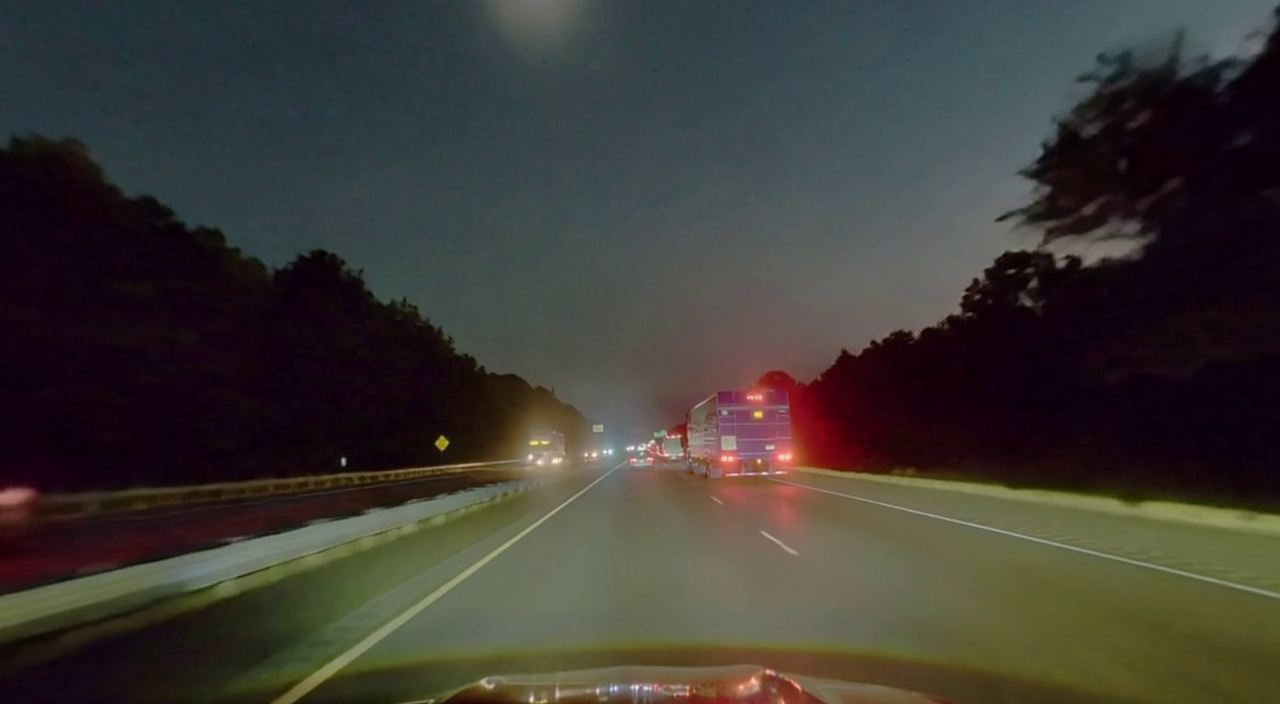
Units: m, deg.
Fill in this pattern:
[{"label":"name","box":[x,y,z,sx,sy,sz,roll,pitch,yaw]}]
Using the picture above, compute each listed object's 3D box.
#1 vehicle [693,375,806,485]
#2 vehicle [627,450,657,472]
[{"label":"vehicle","box":[4.678,4.042,30.843,2.939,4.129,14.300,0,-9,0]},{"label":"vehicle","box":[0.129,7.334,42.629,1.926,1.386,3.615,0,-9,0]}]
